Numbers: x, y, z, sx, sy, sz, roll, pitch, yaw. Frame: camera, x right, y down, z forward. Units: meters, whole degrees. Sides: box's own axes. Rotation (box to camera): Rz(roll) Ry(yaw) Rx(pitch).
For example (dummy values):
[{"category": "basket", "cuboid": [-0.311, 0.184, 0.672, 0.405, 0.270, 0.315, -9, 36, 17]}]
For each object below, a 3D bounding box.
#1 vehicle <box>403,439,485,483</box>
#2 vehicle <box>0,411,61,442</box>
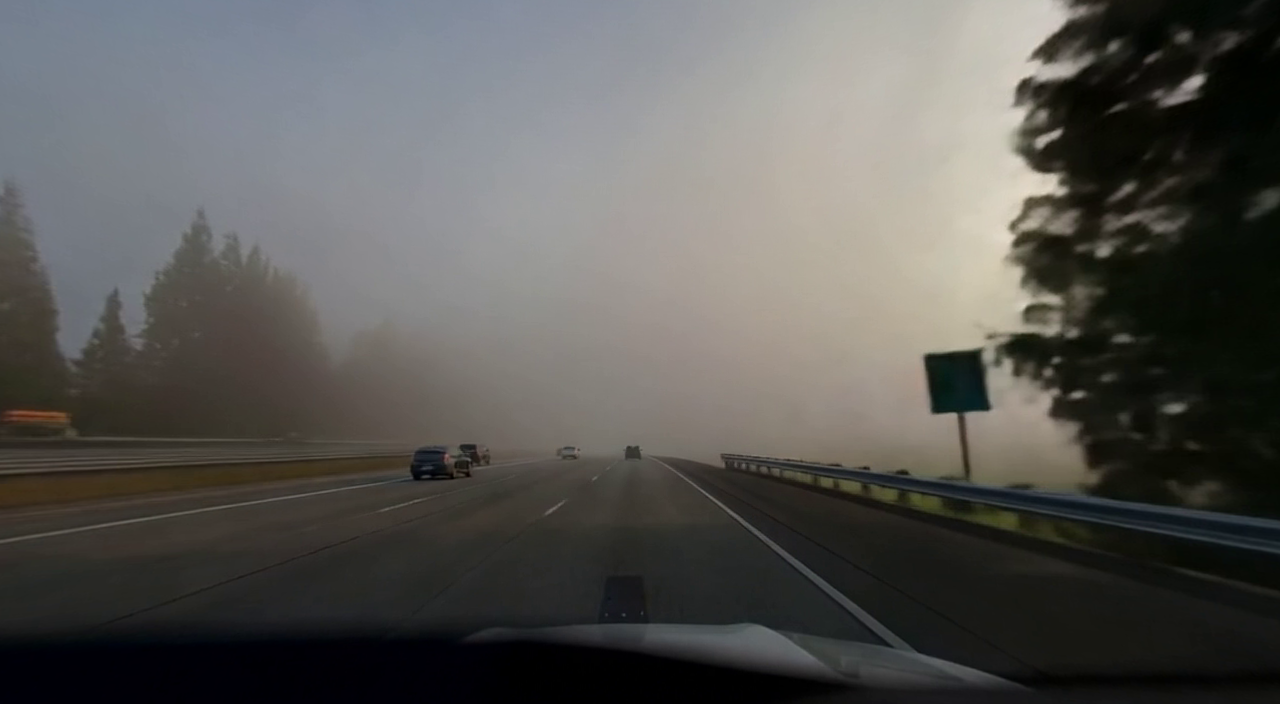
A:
[{"category": "vehicle", "cuboid": [-7.687, 4.289, 25.132, 1.972, 1.603, 3.891, 0, -8, 0]}, {"category": "vehicle", "cuboid": [-42.445, 4.994, 41.863, 2.290, 1.947, 5.925, 0, -8, 0]}]
